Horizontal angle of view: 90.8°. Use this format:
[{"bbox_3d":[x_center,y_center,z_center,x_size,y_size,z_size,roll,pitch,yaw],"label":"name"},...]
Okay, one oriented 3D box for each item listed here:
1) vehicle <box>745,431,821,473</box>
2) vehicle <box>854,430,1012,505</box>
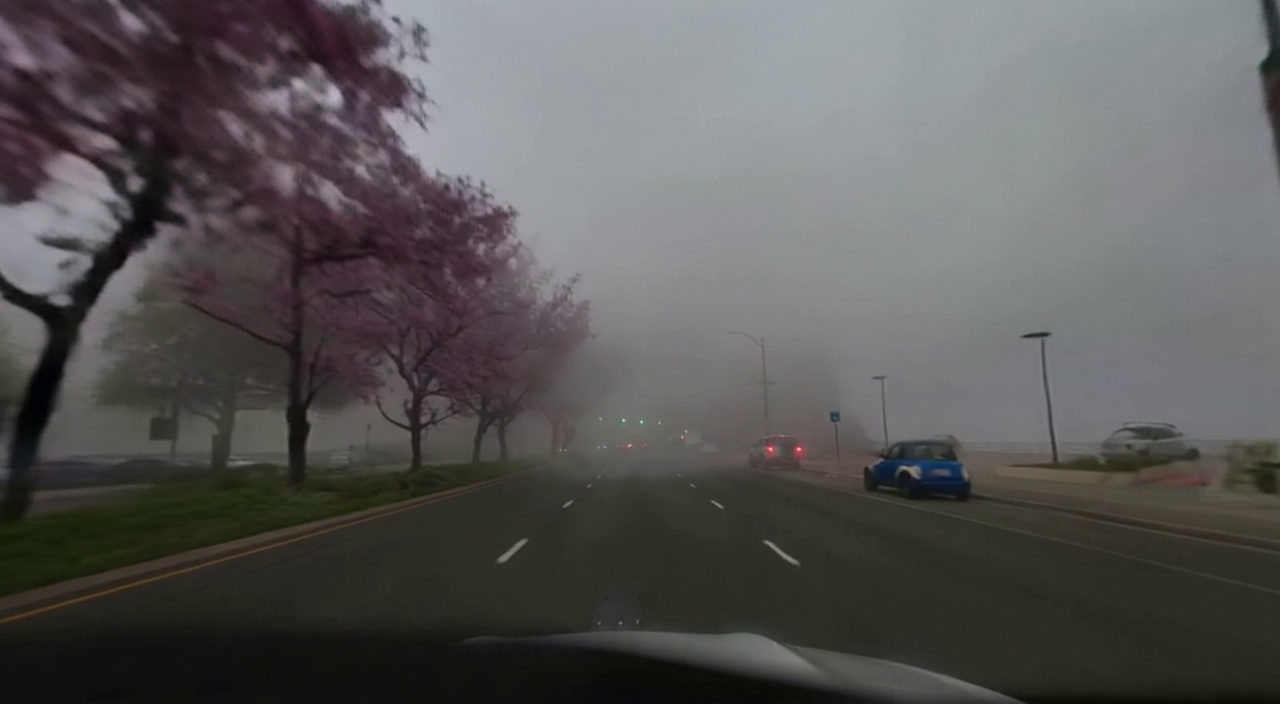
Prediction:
[{"bbox_3d":[6.976,4.974,31.580,2.450,1.892,5.107,0,-9,-2],"label":"vehicle"},{"bbox_3d":[7.254,2.899,16.237,1.940,1.647,4.309,0,-9,-1],"label":"vehicle"}]
